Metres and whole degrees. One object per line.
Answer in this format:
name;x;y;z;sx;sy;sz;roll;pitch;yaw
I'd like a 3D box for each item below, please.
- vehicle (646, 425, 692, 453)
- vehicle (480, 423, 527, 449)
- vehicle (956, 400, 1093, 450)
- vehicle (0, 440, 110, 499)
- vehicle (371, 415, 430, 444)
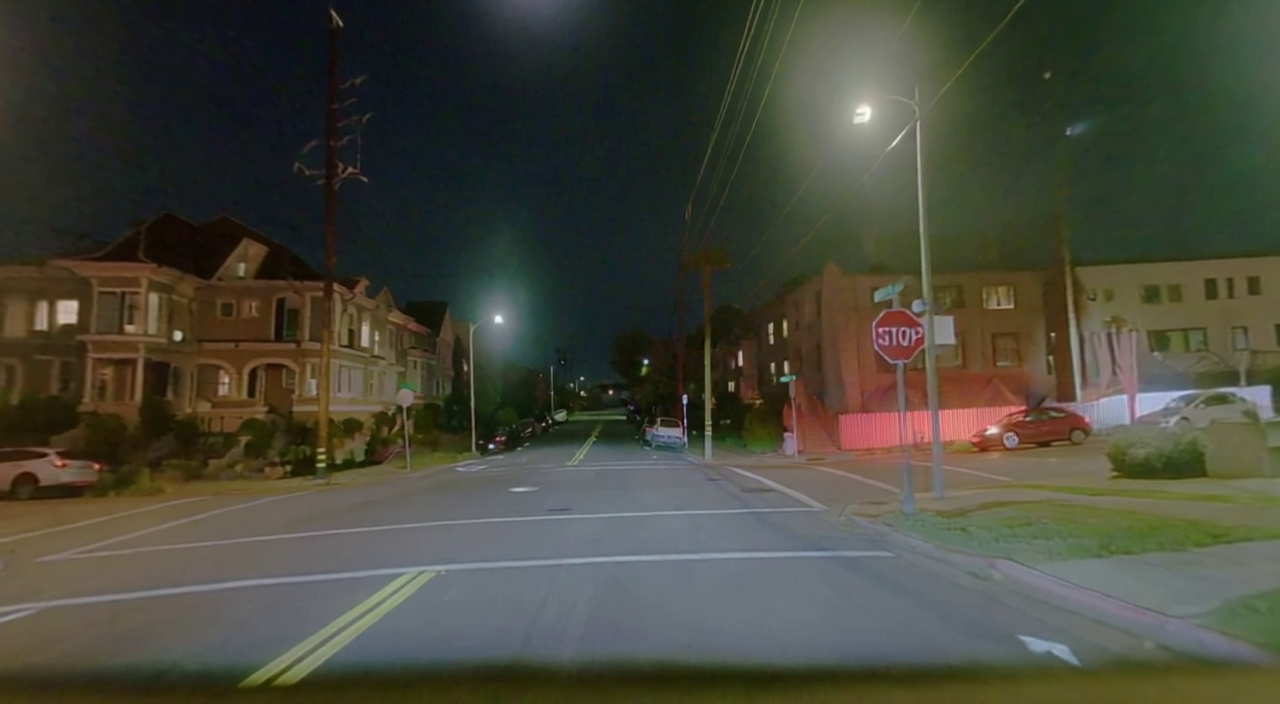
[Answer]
vehicle;1.557;4.939;35.678;2.120;1.487;4.360;0;-8;-4
vehicle;-8.529;5.332;39.815;2.065;1.553;4.636;0;-8;-2
vehicle;17.075;3.309;28.154;4.985;2.088;2.141;2;-9;-13
vehicle;-19.807;3.679;19.920;4.181;1.742;1.945;1;-9;-11
vehicle;-14.547;4.802;38.698;1.992;1.678;4.658;0;-8;-3
